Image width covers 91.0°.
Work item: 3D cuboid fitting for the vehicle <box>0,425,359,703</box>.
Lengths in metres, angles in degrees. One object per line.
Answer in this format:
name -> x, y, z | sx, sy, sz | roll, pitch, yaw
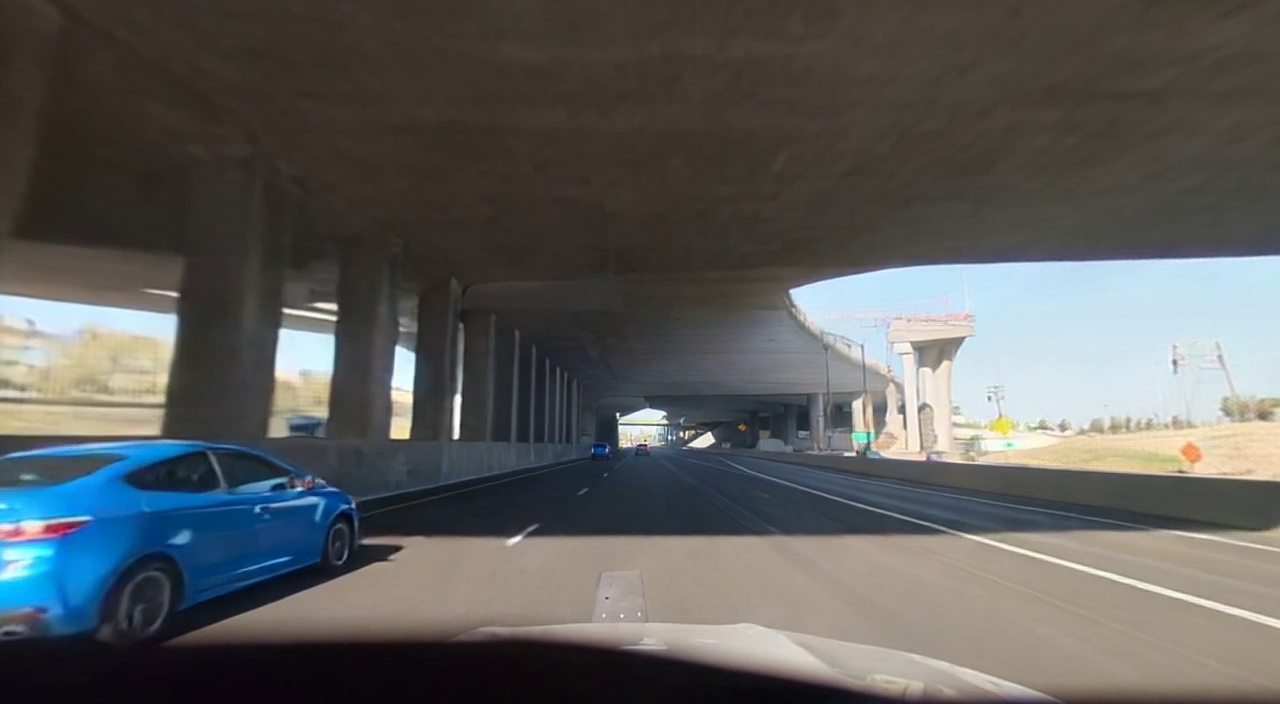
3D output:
vehicle -> -3.819, 1.247, 3.983 | 2.044, 1.478, 4.114 | 0, -9, 2
